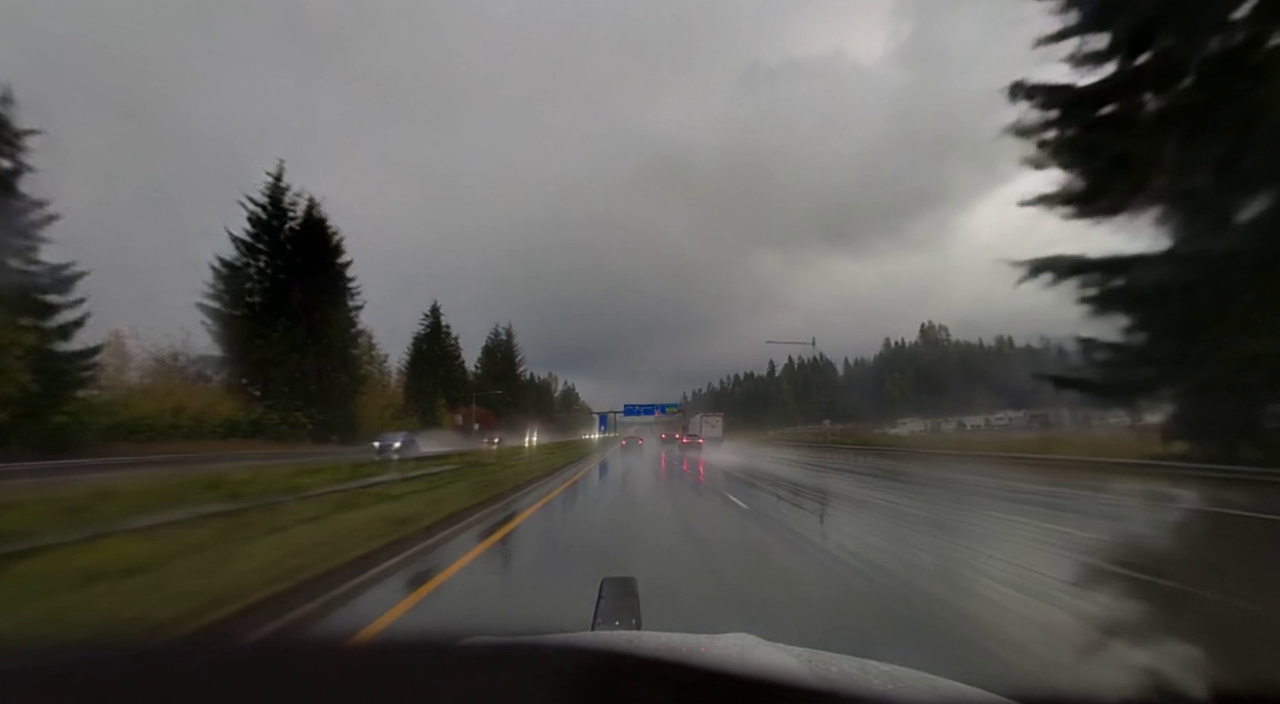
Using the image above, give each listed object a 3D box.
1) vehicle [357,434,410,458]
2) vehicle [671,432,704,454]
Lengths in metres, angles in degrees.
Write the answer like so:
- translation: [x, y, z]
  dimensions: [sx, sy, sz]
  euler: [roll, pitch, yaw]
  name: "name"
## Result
- translation: [-17.268, 6.308, 42.591]
  dimensions: [1.822, 1.497, 4.147]
  euler: [0, -7, 0]
  name: "vehicle"
- translation: [3.490, 6.772, 47.023]
  dimensions: [1.986, 1.501, 4.529]
  euler: [0, -7, -2]
  name: "vehicle"
